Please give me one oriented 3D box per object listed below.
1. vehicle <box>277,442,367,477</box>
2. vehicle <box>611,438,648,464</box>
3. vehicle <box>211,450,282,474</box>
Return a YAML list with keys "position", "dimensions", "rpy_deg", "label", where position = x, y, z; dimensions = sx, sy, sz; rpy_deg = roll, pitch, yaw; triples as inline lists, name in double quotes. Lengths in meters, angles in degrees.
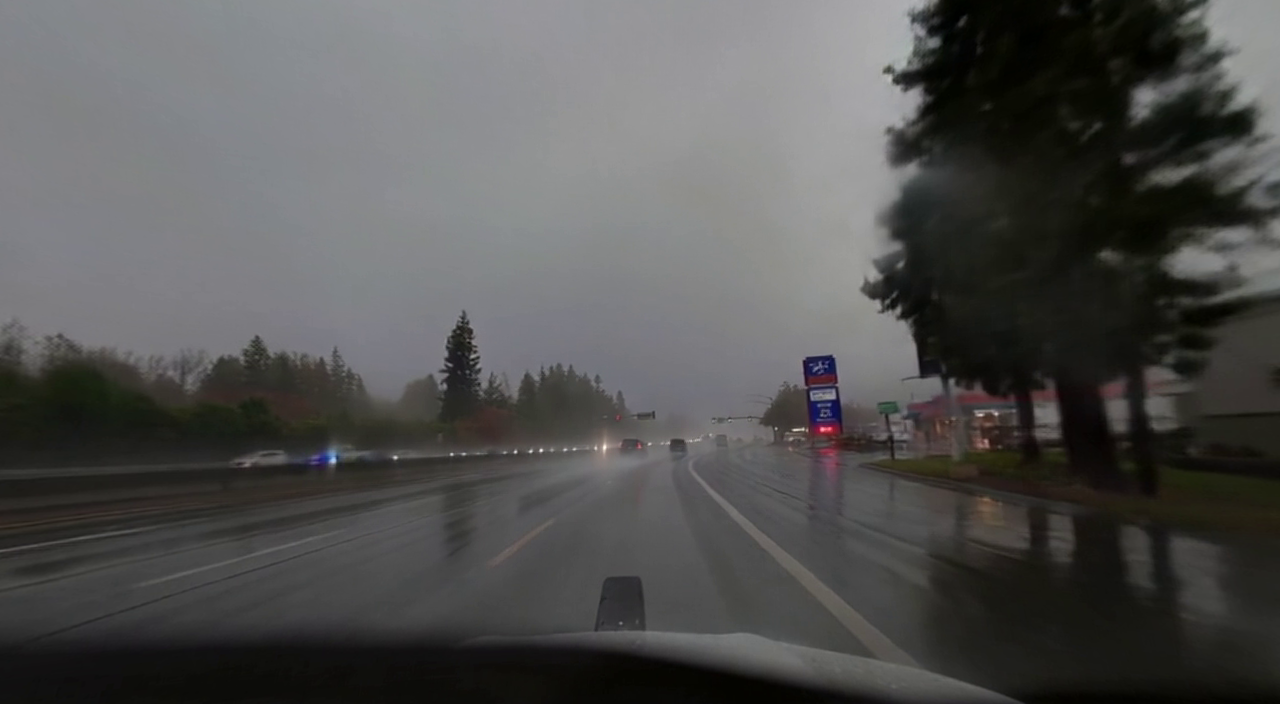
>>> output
- position: [-17.379, 5.856, 34.810]
  dimensions: [2.072, 1.753, 4.796]
  rpy_deg: [-1, -9, 6]
  label: "vehicle"
- position: [-0.710, 7.197, 46.092]
  dimensions: [2.139, 1.782, 4.079]
  rpy_deg: [-1, -9, 7]
  label: "vehicle"
- position: [-27.245, 7.629, 43.935]
  dimensions: [1.831, 1.510, 4.299]
  rpy_deg: [-1, -9, 6]
  label: "vehicle"
